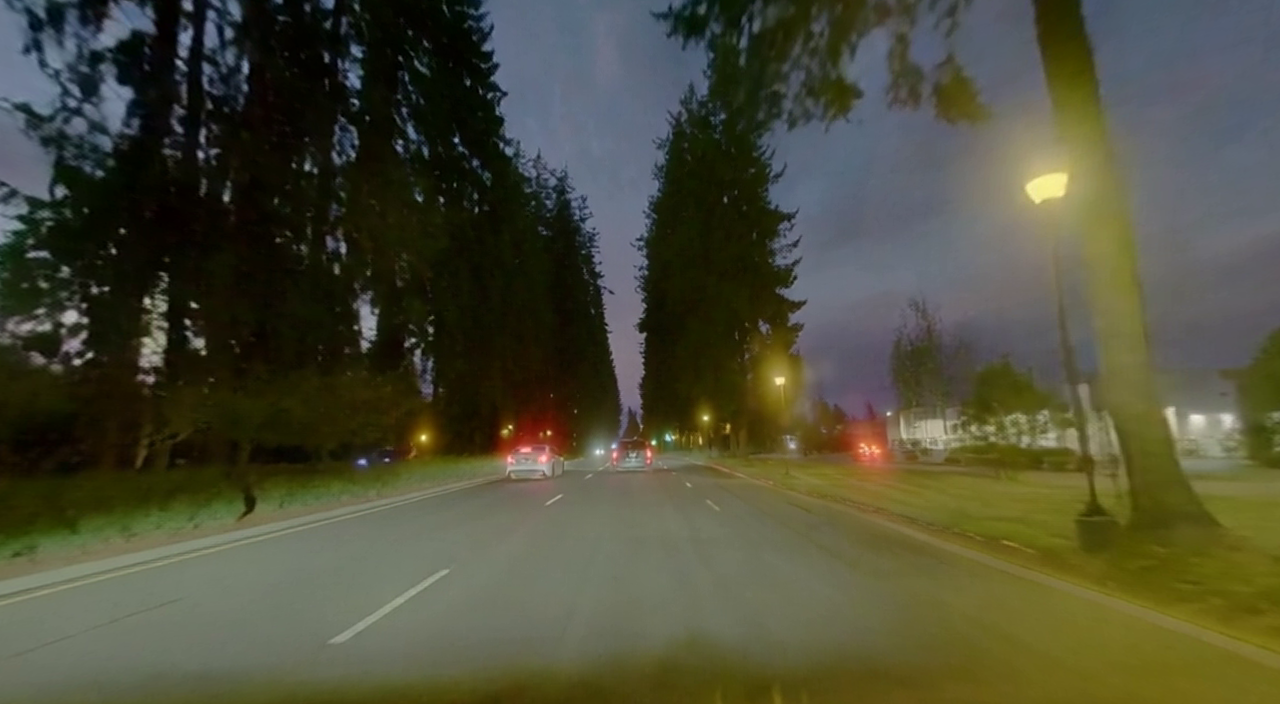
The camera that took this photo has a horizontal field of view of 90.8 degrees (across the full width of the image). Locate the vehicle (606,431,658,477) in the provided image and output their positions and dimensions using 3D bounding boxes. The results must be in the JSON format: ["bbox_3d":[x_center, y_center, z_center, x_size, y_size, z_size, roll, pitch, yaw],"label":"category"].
[{"bbox_3d":[-0.343,4.261,26.553,2.018,1.769,3.897,0,-8,-1],"label":"vehicle"}]

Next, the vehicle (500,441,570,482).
[{"bbox_3d":[-3.965,4.179,24.462,1.917,1.448,4.178,0,-8,1],"label":"vehicle"}]

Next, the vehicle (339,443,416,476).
[{"bbox_3d":[-16.394,6.706,39.904,2.306,1.890,5.822,0,-8,0],"label":"vehicle"}]
